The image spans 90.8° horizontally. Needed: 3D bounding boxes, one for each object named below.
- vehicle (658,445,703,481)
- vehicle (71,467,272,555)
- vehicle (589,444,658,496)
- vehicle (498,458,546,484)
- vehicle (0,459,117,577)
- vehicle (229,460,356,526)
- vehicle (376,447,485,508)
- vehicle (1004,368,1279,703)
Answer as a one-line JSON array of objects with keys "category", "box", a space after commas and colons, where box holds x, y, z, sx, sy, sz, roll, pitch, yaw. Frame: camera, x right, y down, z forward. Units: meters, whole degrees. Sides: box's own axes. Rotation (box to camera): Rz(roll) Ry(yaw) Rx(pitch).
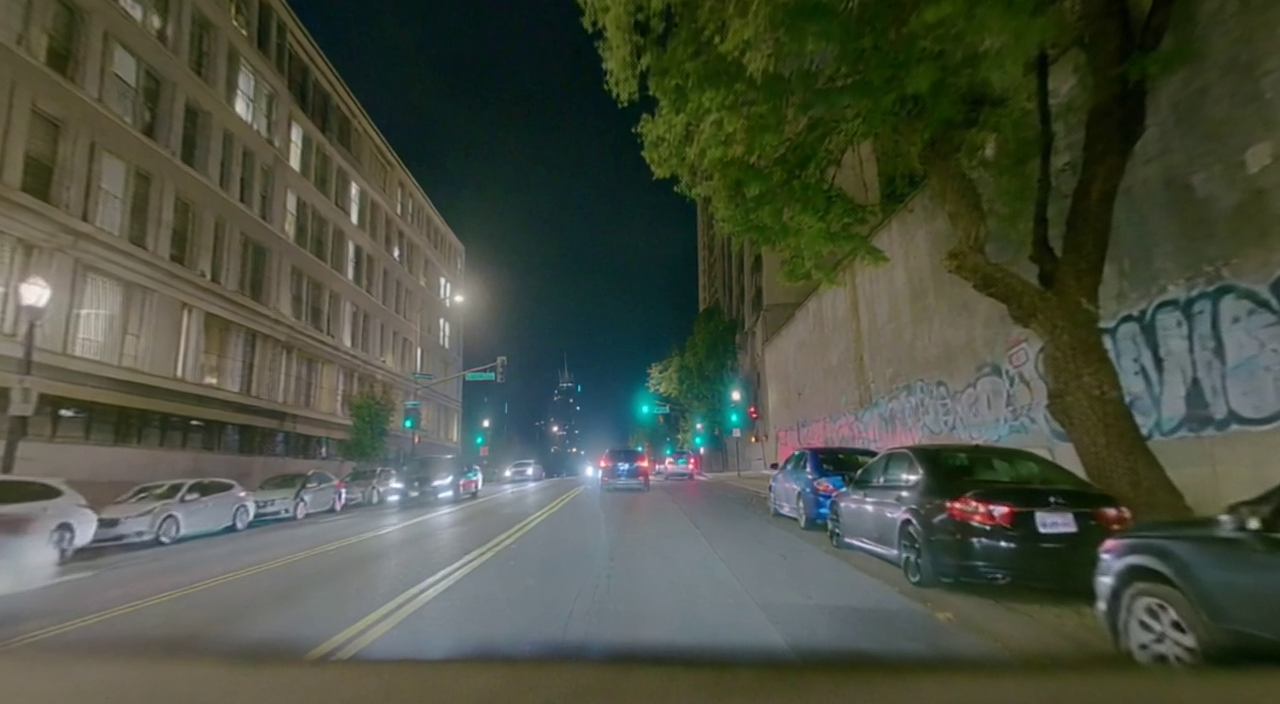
[{"category": "vehicle", "box": [2.095, 5.843, 33.616, 2.207, 1.761, 4.292, -1, -8, 3]}, {"category": "vehicle", "box": [-11.034, 3.713, 15.370, 1.741, 1.506, 4.370, -4, -8, -3]}, {"category": "vehicle", "box": [-0.566, 4.041, 22.068, 2.166, 1.579, 4.300, 0, -8, -1]}, {"category": "vehicle", "box": [-6.999, 7.088, 37.870, 2.040, 1.402, 4.237, 0, -9, 0]}, {"category": "vehicle", "box": [-10.949, 2.684, 9.651, 2.276, 1.741, 4.439, -6, -8, -2]}, {"category": "vehicle", "box": [-11.148, 4.493, 20.622, 1.822, 1.639, 4.144, -5, -8, 0]}, {"category": "vehicle", "box": [-6.716, 4.022, 20.853, 2.147, 1.747, 4.409, 0, -8, -1]}, {"category": "vehicle", "box": [4.163, 0.922, 2.598, 2.097, 1.811, 5.230, 0, -8, -1]}]
